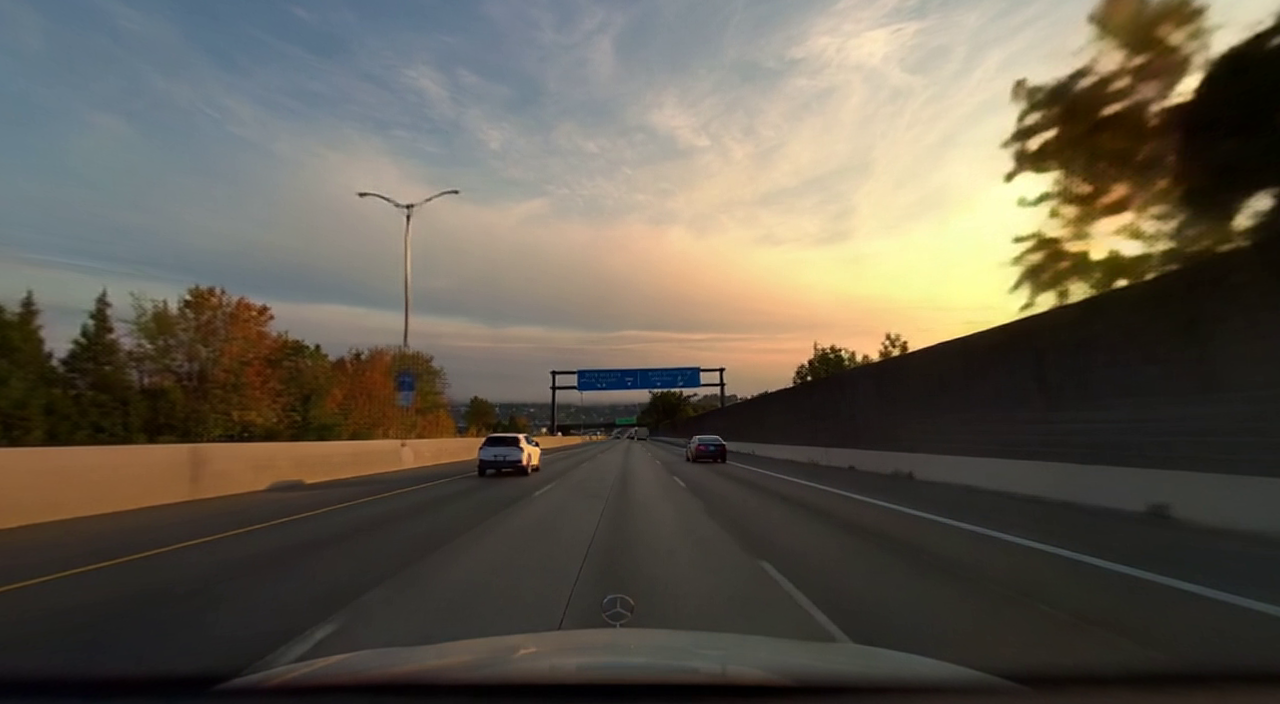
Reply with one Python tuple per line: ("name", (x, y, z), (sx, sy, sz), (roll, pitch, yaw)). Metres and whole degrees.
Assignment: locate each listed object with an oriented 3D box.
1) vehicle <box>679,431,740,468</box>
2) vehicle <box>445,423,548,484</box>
("vehicle", (3.031, 4.360, 28.426), (2.077, 1.523, 4.539), (0, -8, -2))
("vehicle", (-4.267, 3.068, 19.437), (2.219, 1.660, 4.153), (0, -8, -1))
